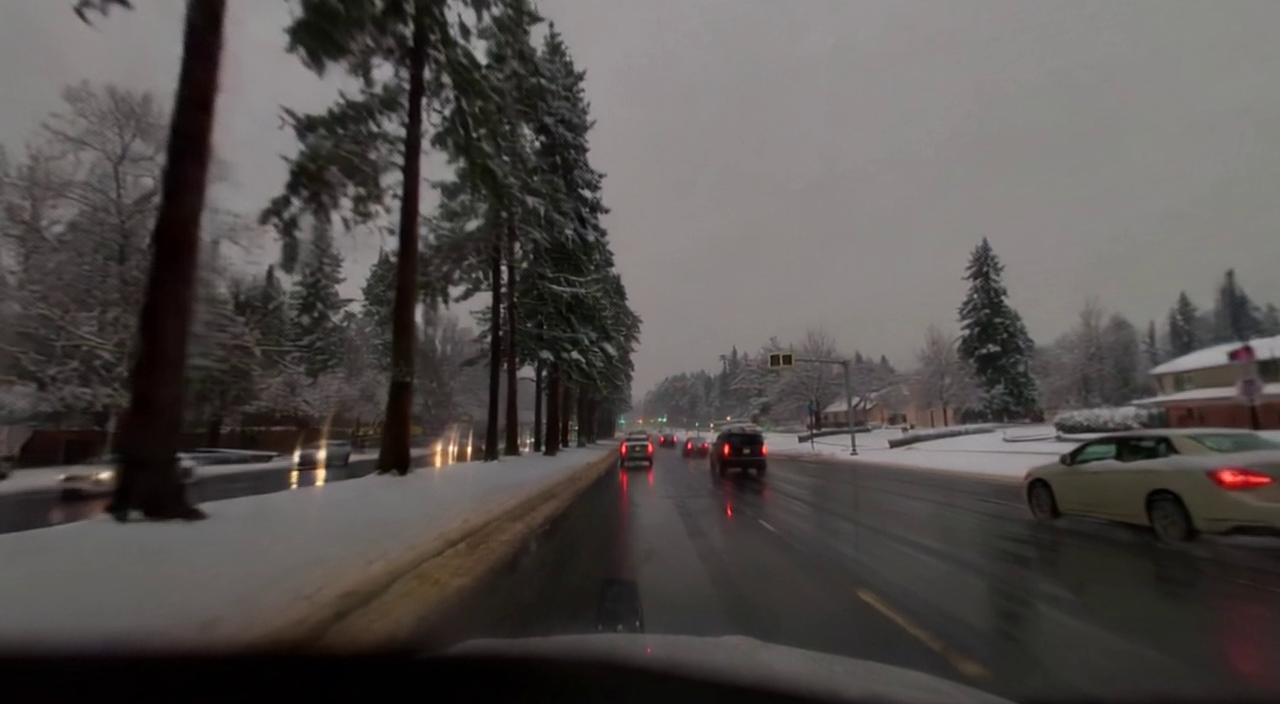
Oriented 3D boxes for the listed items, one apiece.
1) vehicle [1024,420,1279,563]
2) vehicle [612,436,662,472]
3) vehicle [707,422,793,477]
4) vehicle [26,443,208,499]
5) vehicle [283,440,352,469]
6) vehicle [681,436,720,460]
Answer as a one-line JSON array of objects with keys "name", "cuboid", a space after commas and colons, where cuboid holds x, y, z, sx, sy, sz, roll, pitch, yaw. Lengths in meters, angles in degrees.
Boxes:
[{"name": "vehicle", "cuboid": [7.638, 1.786, 8.808, 1.949, 1.492, 4.103, 0, -8, -1]}, {"name": "vehicle", "cuboid": [-0.123, 4.373, 27.347, 1.988, 1.418, 4.214, 0, -8, -1]}, {"name": "vehicle", "cuboid": [3.924, 3.613, 23.447, 2.209, 1.813, 4.724, 0, -8, -2]}, {"name": "vehicle", "cuboid": [-15.613, 3.531, 19.241, 1.825, 1.467, 4.364, 0, -8, -1]}, {"name": "vehicle", "cuboid": [-19.802, 6.300, 39.001, 1.923, 1.703, 4.469, 0, -8, 0]}, {"name": "vehicle", "cuboid": [3.856, 6.233, 41.036, 2.064, 1.474, 4.389, 0, -8, -1]}]
